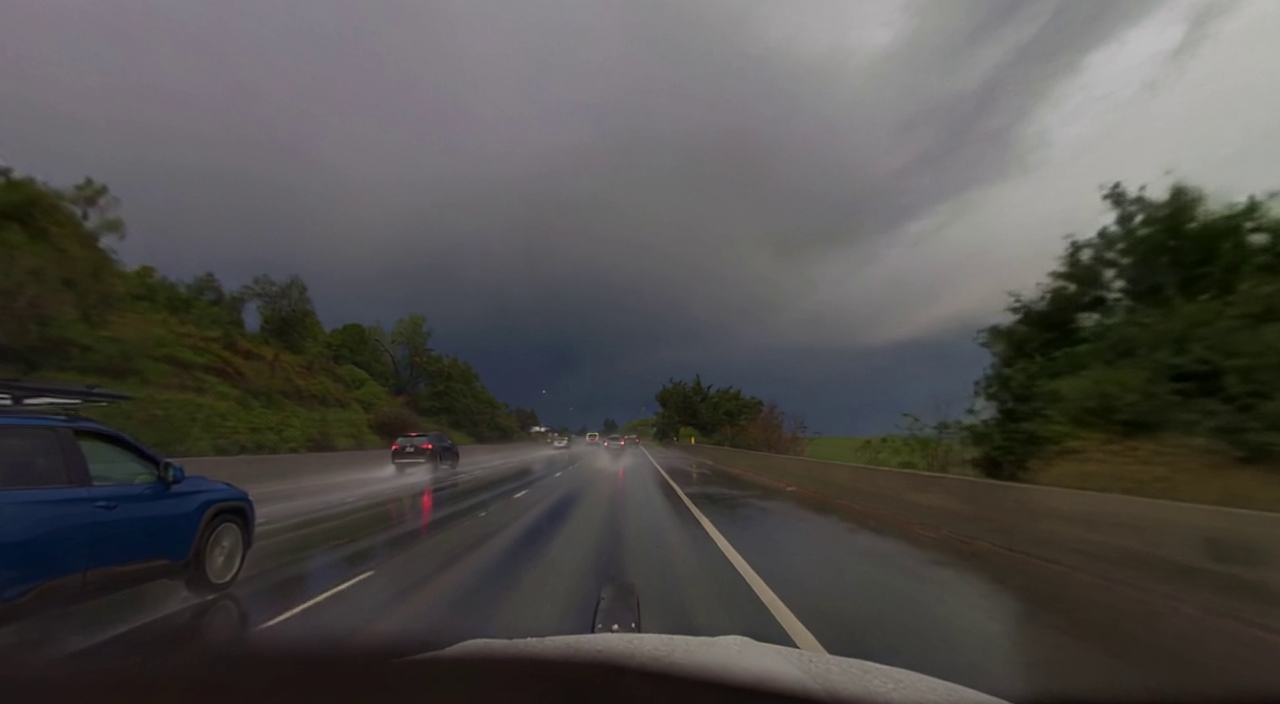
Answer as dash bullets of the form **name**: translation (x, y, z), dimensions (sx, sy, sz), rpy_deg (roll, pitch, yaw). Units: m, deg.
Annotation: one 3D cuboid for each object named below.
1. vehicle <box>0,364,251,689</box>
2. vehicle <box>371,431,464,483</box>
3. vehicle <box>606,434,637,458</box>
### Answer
- **vehicle**: translation (-4.513, 0.937, 3.285), dimensions (2.069, 1.748, 4.652), rpy_deg (0, -8, -1)
- **vehicle**: translation (-8.209, 3.878, 23.685), dimensions (1.964, 1.745, 4.338), rpy_deg (0, -8, -1)
- **vehicle**: translation (-1.302, 6.846, 46.173), dimensions (2.178, 1.658, 3.916), rpy_deg (0, -8, -1)
